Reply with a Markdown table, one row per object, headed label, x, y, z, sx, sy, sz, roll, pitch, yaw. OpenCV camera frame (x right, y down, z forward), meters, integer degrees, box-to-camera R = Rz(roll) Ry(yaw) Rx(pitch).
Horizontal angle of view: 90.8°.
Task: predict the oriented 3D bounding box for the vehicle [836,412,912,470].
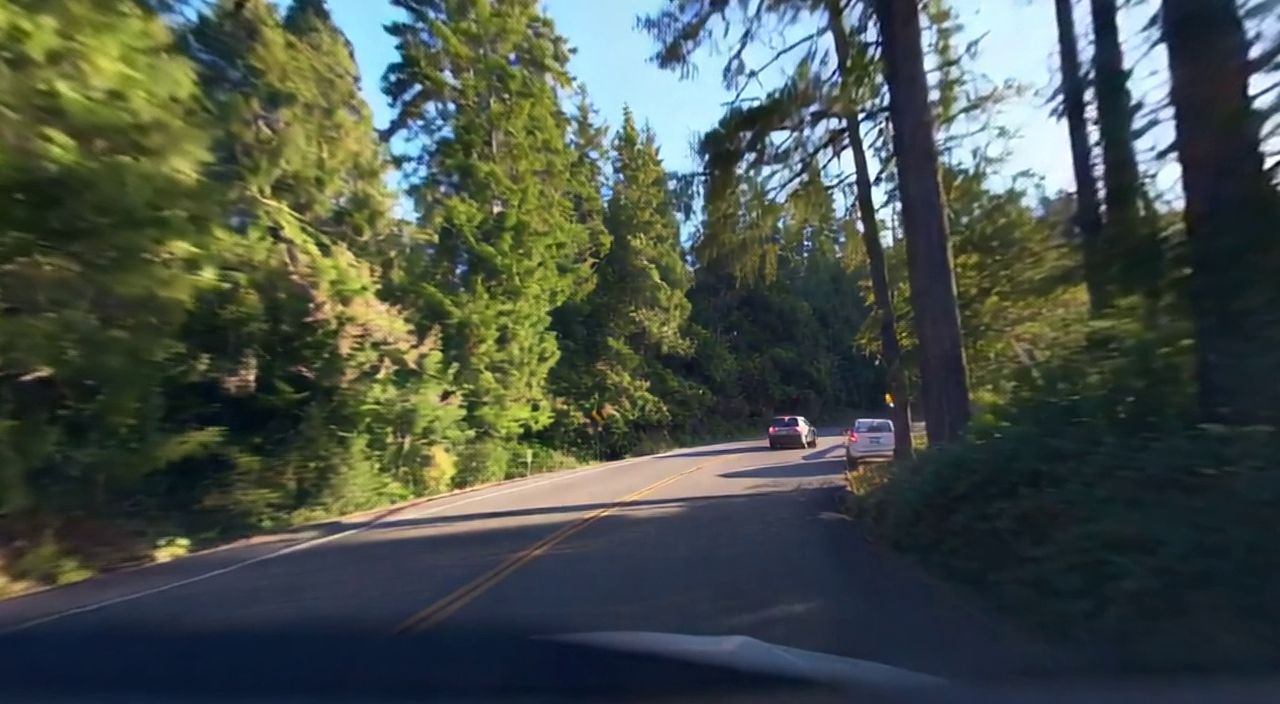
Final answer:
| label | x | y | z | sx | sy | sz | roll | pitch | yaw |
| --- | --- | --- | --- | --- | --- | --- | --- | --- | --- |
| vehicle | 8.295 | 3.147 | 22.237 | 2.172 | 1.773 | 4.601 | -4 | -9 | 22 |

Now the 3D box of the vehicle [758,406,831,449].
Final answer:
| label | x | y | z | sx | sy | sz | roll | pitch | yaw |
| --- | --- | --- | --- | --- | --- | --- | --- | --- | --- |
| vehicle | 7.914 | 3.813 | 31.868 | 2.469 | 1.953 | 5.605 | -4 | -8 | 24 |
